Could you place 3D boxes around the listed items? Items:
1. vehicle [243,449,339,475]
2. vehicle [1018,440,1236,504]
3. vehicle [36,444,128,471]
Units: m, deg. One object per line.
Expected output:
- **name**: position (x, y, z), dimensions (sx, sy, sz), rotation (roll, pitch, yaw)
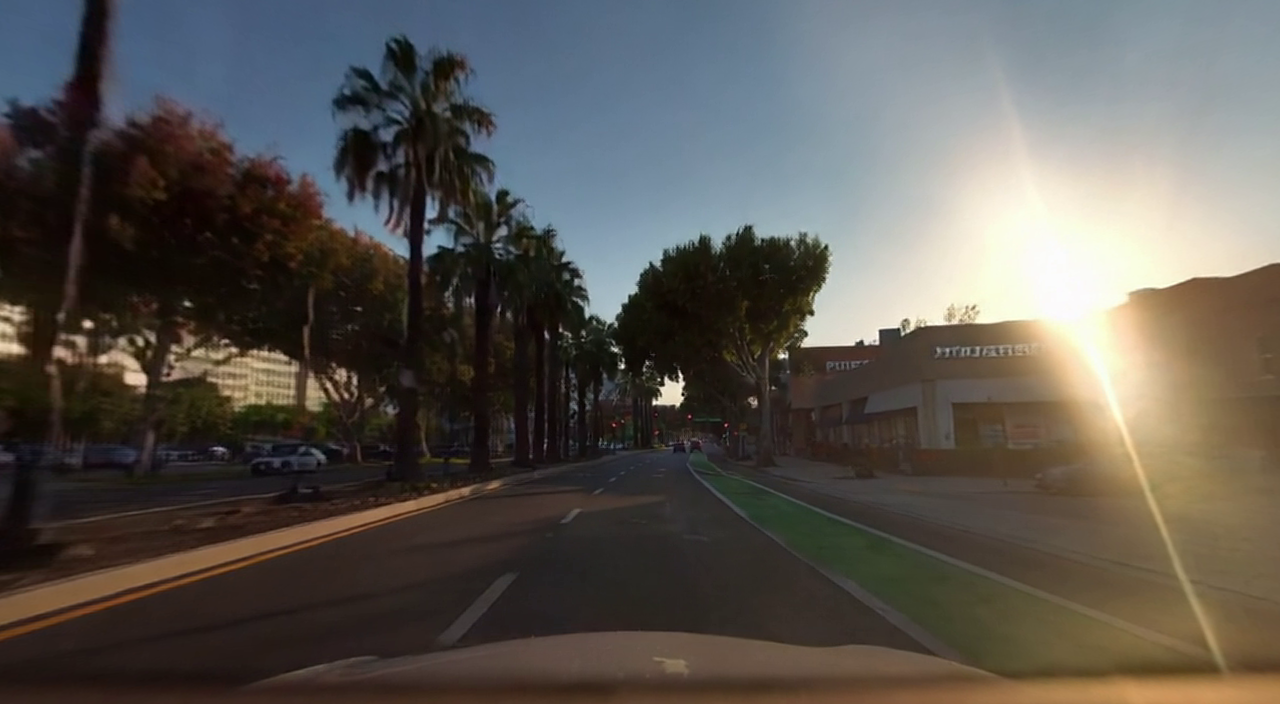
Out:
- **vehicle**: position (-22.205, 6.981, 40.440), dimensions (5.136, 1.515, 1.964), rotation (4, -9, -24)
- **vehicle**: position (14.099, 3.480, 18.698), dimensions (4.601, 1.696, 1.977), rotation (-3, -9, 20)
- **vehicle**: position (-36.505, 6.896, 41.412), dimensions (4.171, 1.682, 1.981), rotation (-1, -8, 3)
